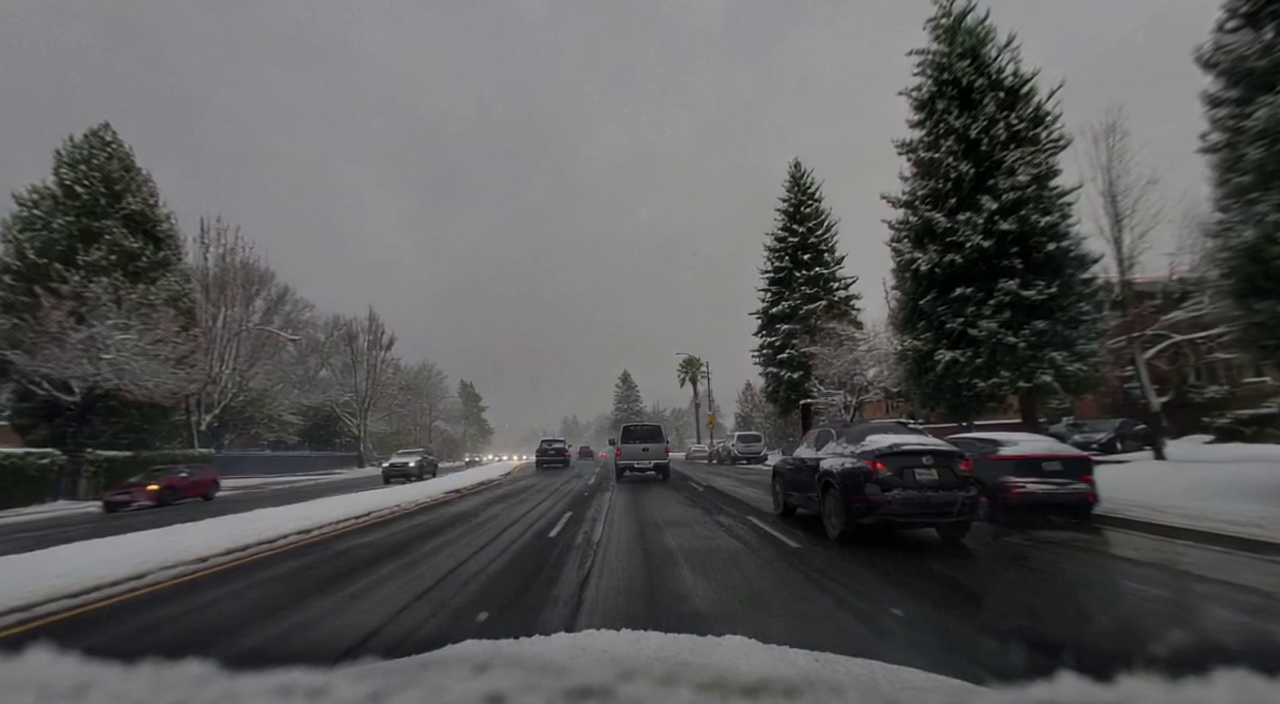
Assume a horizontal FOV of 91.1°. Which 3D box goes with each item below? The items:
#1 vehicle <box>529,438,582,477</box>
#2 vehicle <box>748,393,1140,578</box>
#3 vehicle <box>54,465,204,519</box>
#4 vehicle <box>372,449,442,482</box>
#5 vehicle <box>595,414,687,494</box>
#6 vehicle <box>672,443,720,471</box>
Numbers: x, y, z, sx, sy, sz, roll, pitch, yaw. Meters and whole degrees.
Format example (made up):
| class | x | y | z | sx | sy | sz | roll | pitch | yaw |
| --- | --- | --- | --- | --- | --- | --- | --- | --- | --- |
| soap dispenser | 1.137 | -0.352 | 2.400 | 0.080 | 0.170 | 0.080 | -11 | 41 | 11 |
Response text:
| class | x | y | z | sx | sy | sz | roll | pitch | yaw |
| --- | --- | --- | --- | --- | --- | --- | --- | --- | --- |
| vehicle | -3.899 | 4.954 | 29.734 | 2.235 | 1.682 | 4.662 | 1 | -9 | -5 |
| vehicle | 3.585 | 1.792 | 9.443 | 2.576 | 1.815 | 6.267 | 0 | -9 | -2 |
| vehicle | -18.569 | 5.061 | 23.168 | 1.956 | 1.494 | 4.503 | -4 | -8 | -3 |
| vehicle | -12.351 | 6.031 | 33.650 | 2.068 | 1.630 | 4.650 | 0 | -9 | -2 |
| vehicle | -0.186 | 3.250 | 20.224 | 2.507 | 2.161 | 6.049 | 1 | -9 | -4 |
| vehicle | 3.002 | 5.778 | 34.819 | 2.178 | 1.411 | 4.732 | 0 | -9 | -1 |
